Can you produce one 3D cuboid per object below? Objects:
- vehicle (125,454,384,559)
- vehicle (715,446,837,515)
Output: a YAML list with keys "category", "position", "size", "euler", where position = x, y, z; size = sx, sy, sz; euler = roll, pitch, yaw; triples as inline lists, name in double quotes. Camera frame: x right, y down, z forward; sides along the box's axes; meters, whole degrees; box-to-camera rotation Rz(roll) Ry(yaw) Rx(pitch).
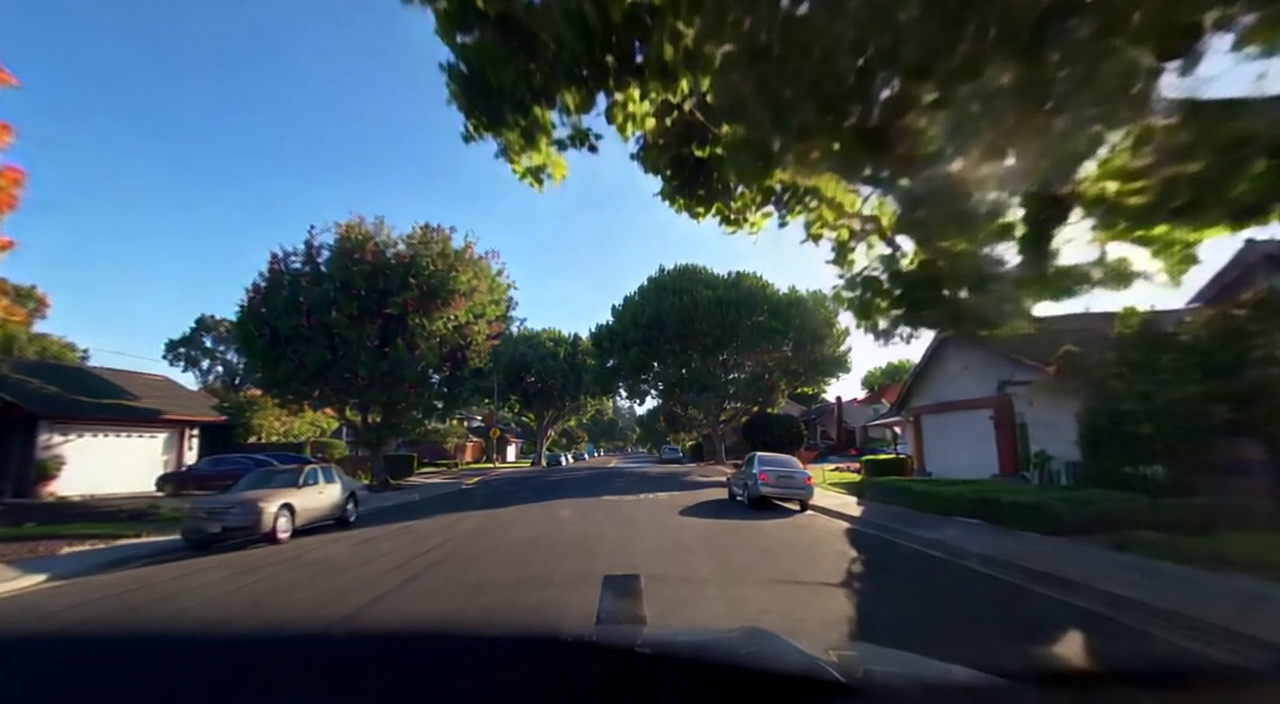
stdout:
- category: "vehicle"
  position: [-6.649, 2.660, 11.685]
  size: [2.035, 1.480, 4.508]
  euler: [0, -9, -1]
- category: "vehicle"
  position: [3.245, 3.142, 16.054]
  size: [1.986, 1.476, 4.306]
  euler: [0, -9, -3]
